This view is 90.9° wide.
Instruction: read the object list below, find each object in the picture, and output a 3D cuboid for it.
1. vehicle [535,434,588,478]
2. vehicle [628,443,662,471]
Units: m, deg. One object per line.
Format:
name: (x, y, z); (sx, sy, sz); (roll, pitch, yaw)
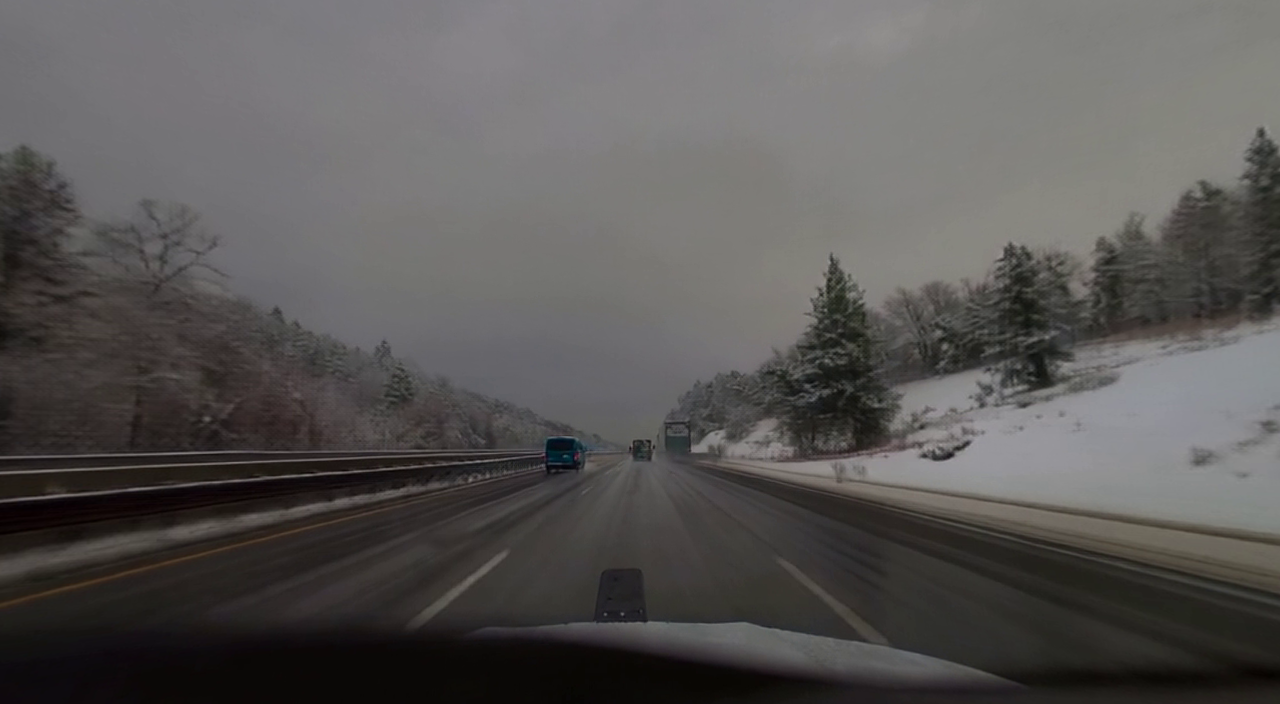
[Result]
vehicle: (-3.811, 5.148, 31.286); (1.955, 2.004, 4.792); (0, -9, 1)
vehicle: (0.366, 6.954, 41.754); (2.166, 1.747, 4.299); (0, -9, 1)
